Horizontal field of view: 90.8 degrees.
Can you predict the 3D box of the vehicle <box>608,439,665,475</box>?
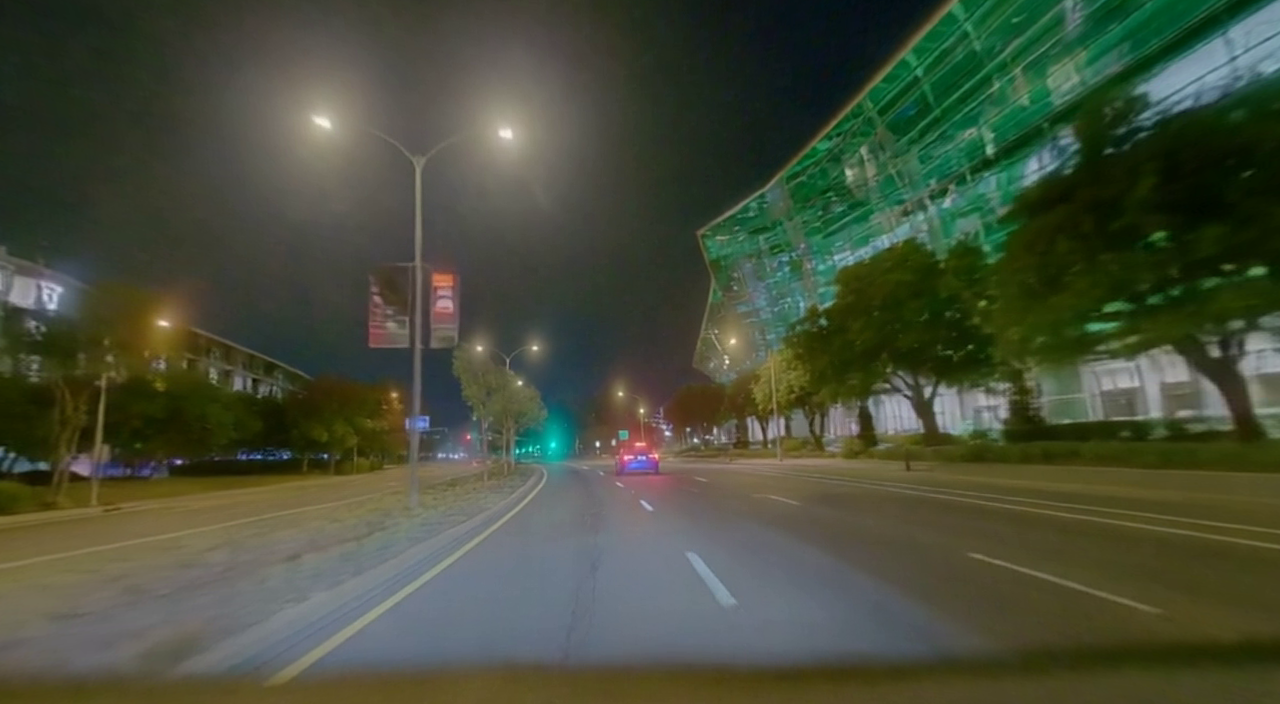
[{"bbox_3d":[-0.255,5.300,32.187,2.165,1.633,4.381,1,-8,-10],"label":"vehicle"}]
